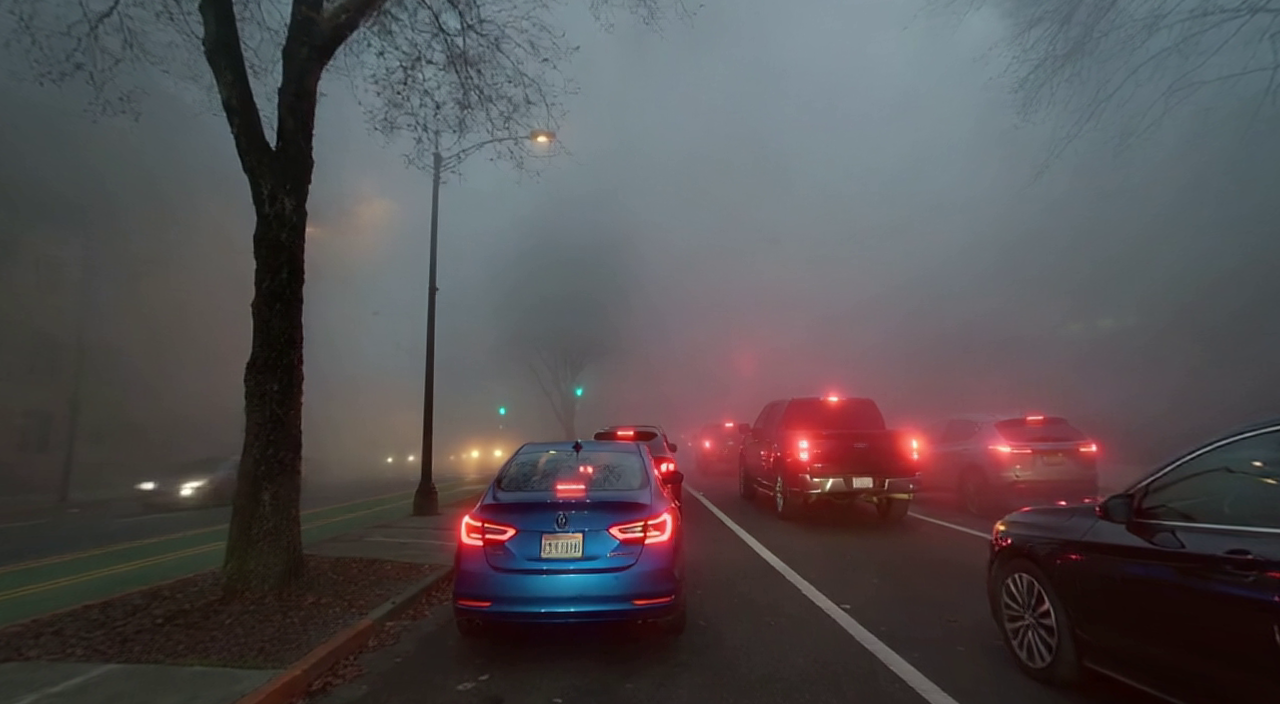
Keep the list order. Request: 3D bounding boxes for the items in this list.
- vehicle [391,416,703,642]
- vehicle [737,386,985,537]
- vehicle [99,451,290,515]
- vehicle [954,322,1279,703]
[{"bbox_3d":[-0.579,1.496,6.327,2.111,1.506,4.018,0,-9,2],"label":"vehicle"},{"bbox_3d":[3.524,1.952,11.695,2.444,2.098,5.766,0,-9,-1],"label":"vehicle"},{"bbox_3d":[-12.316,3.612,17.869,1.957,1.506,4.706,0,-9,1],"label":"vehicle"},{"bbox_3d":[3.163,0.756,2.076,1.982,1.709,4.427,0,-9,1],"label":"vehicle"}]
